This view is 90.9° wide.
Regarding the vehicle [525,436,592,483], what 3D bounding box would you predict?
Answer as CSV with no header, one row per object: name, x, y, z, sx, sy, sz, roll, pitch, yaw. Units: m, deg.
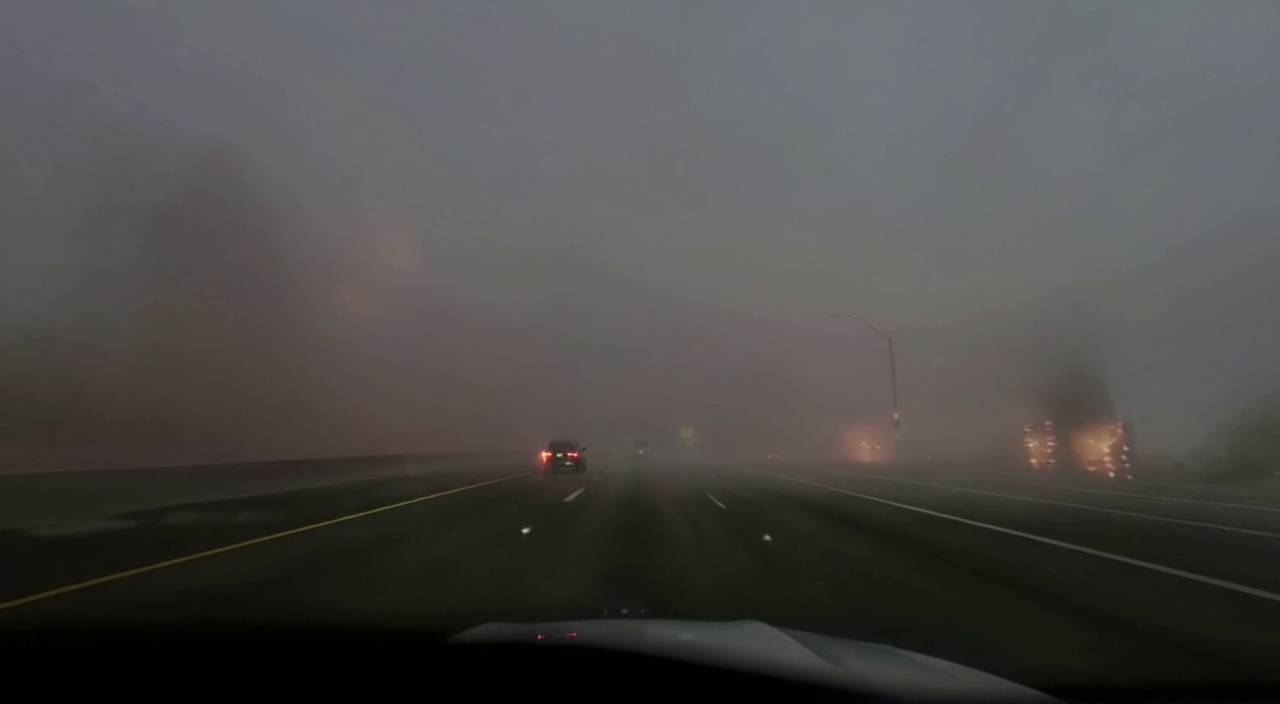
vehicle,-3.154,4.268,25.413,2.072,1.706,4.359,0,-8,1
